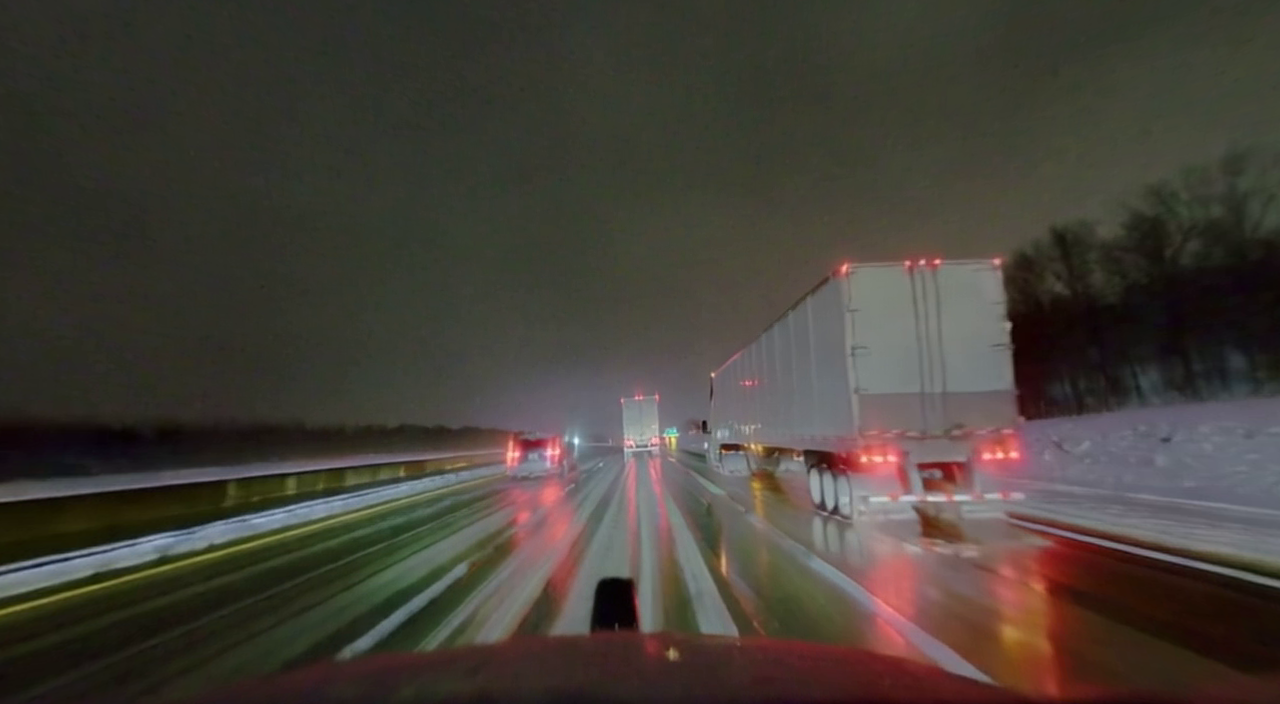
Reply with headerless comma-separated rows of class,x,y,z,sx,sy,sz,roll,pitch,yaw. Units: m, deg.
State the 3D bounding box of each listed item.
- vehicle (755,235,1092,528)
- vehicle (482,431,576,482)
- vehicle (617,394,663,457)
vehicle,4.531,0.903,12.681,2.873,3.998,8.286,0,-8,0
vehicle,-3.659,3.555,21.855,2.208,1.542,5.138,0,-8,1
vehicle,0.125,5.681,47.564,2.966,4.072,13.408,0,-8,1
